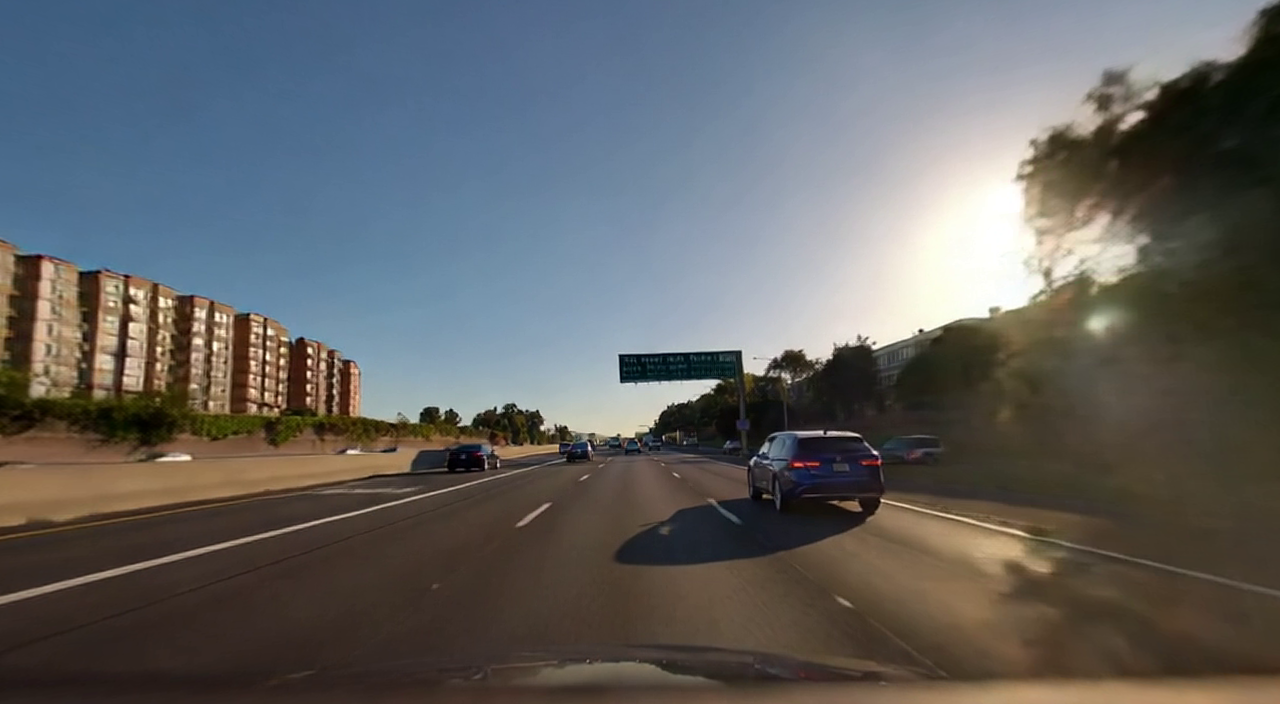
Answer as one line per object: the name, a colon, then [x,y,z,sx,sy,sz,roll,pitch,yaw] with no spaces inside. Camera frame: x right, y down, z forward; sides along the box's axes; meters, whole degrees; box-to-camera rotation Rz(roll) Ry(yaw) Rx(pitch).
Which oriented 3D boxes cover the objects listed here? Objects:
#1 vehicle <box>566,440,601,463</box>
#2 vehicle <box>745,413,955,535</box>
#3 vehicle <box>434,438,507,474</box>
vehicle: [-3.803,6.789,43.193,2.002,1.466,4.378,0,-8,-1]
vehicle: [3.300,2.019,11.034,2.080,1.694,4.286,0,-8,-1]
vehicle: [-7.516,4.657,28.493,2.021,1.496,4.495,0,-8,1]
